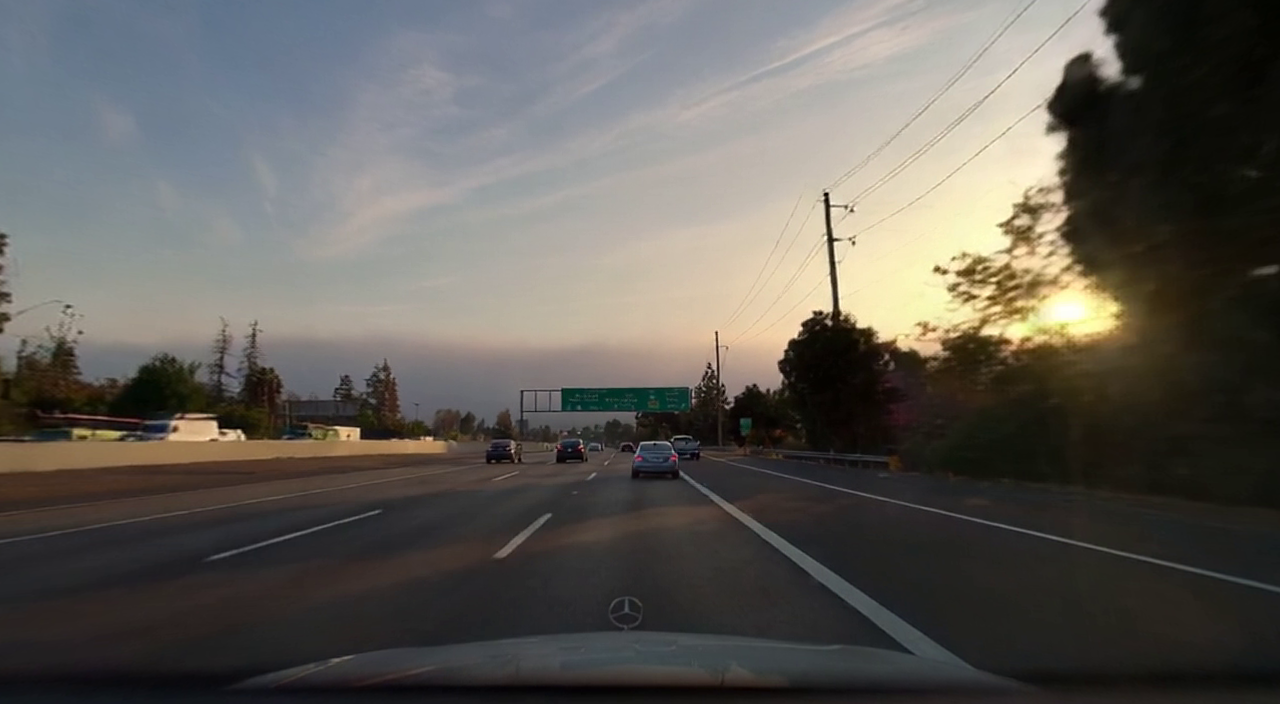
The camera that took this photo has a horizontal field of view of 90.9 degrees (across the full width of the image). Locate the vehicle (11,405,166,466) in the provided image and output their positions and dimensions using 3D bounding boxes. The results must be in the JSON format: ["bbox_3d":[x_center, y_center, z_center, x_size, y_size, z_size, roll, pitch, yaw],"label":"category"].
[{"bbox_3d":[-36.270,5.613,42.134,2.841,3.656,8.721,1,-8,-4],"label":"vehicle"}]

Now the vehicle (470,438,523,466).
[{"bbox_3d":[-7.975,5.612,35.549,1.974,1.464,4.733,0,-8,-1],"label":"vehicle"}]

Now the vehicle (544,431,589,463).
[{"bbox_3d":[-4.296,5.678,37.646,2.289,1.777,4.534,0,-8,-2],"label":"vehicle"}]

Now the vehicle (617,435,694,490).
[{"bbox_3d":[0.380,3.283,19.169,2.082,1.482,4.126,0,-8,-2],"label":"vehicle"}]

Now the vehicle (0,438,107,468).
[{"bbox_3d":[-32.390,5.579,35.036,1.923,1.514,4.299,1,-8,-3],"label":"vehicle"}]
